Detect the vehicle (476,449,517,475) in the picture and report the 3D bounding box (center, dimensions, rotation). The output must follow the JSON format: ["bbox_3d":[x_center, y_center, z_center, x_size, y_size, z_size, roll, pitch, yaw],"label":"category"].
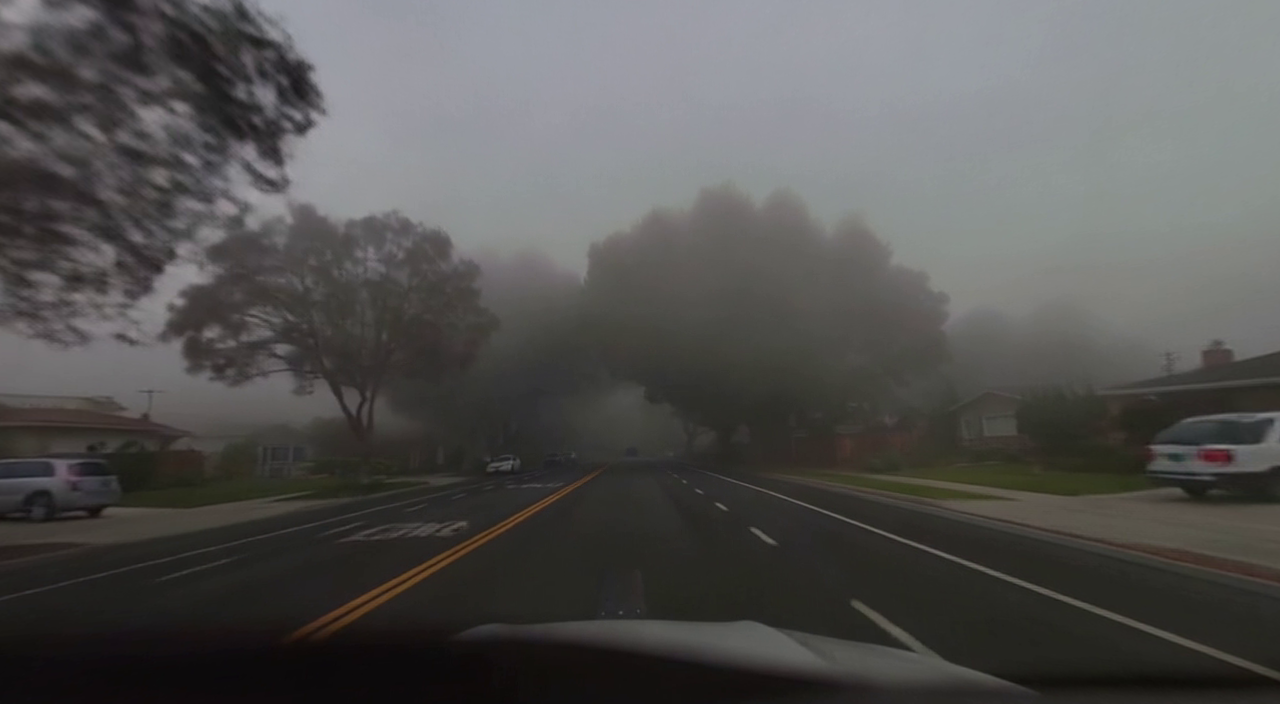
[{"bbox_3d":[-10.743,8.222,47.442,1.989,1.610,4.337,-5,-8,0],"label":"vehicle"}]

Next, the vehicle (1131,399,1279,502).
[{"bbox_3d":[11.946,1.777,11.519,4.392,1.685,1.959,0,-9,-4],"label":"vehicle"}]

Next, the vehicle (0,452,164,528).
[{"bbox_3d":[-15.676,3.527,16.476,4.859,1.780,2.031,-1,-9,3],"label":"vehicle"}]
